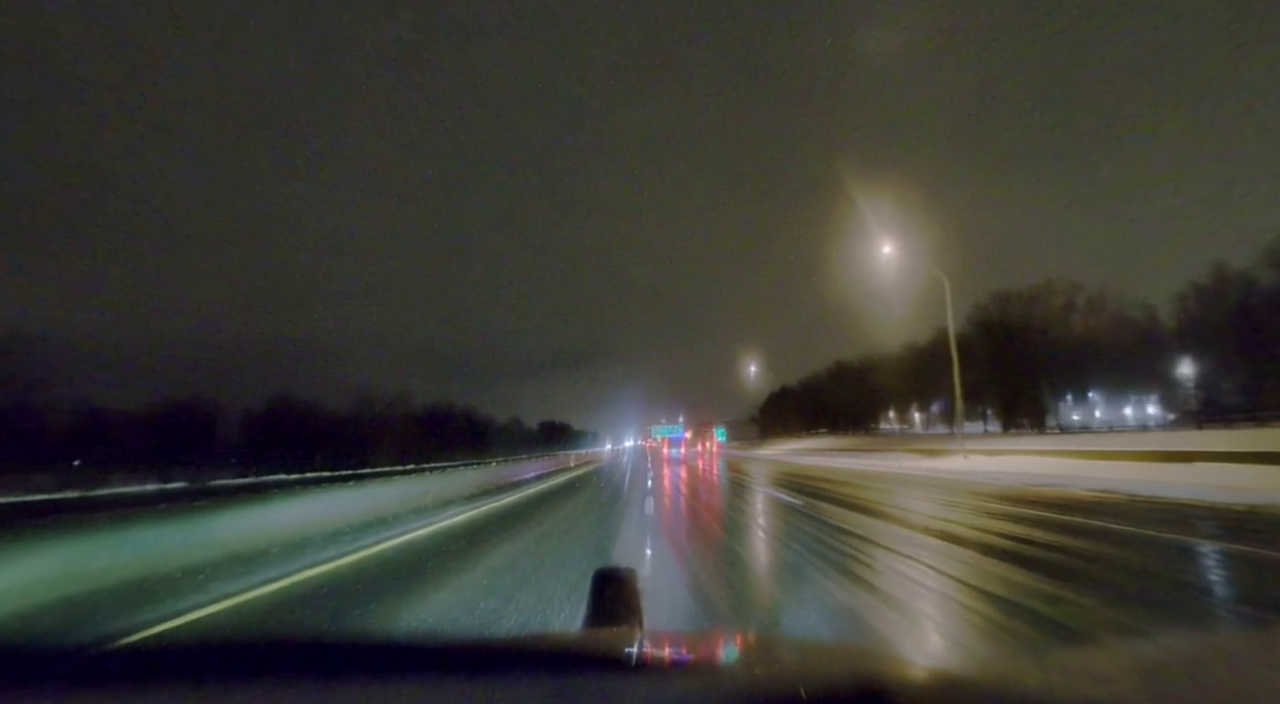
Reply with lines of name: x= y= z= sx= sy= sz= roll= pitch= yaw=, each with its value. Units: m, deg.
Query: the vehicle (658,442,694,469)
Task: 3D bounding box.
vehicle: x=2.247 y=6.542 z=39.763 sx=1.970 sy=1.560 sz=4.182 roll=0 pitch=-9 yaw=-1
